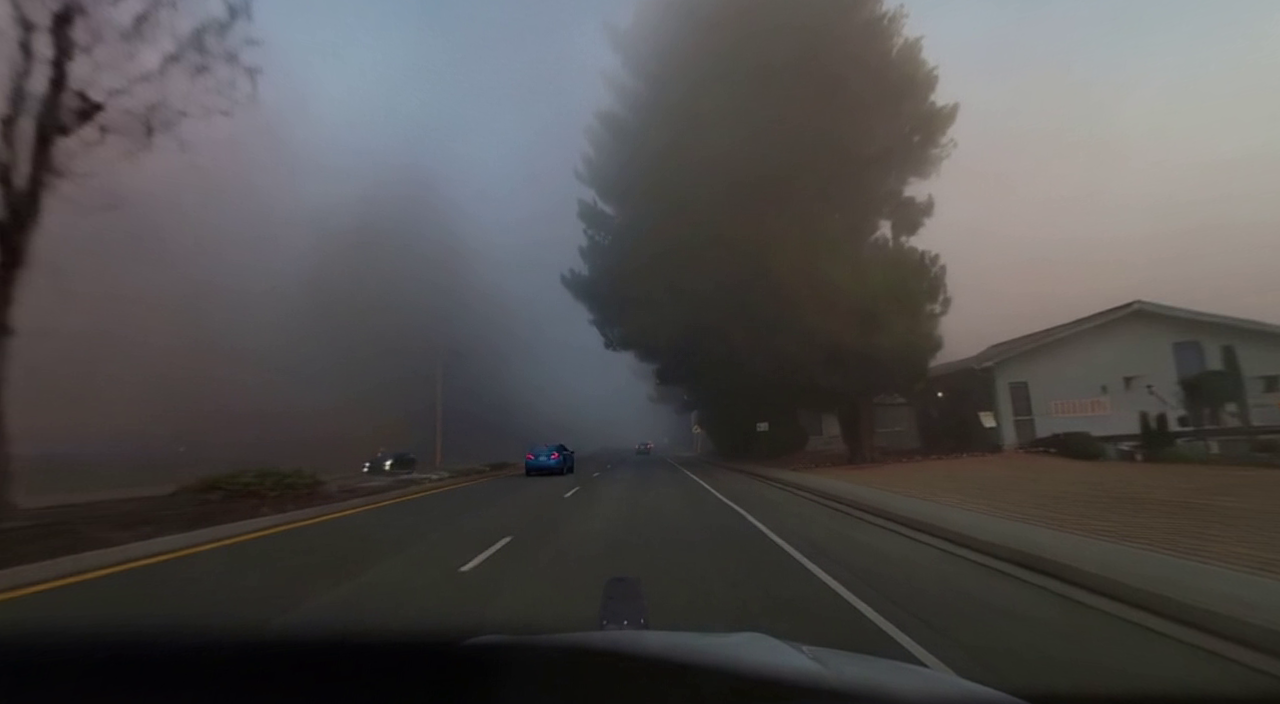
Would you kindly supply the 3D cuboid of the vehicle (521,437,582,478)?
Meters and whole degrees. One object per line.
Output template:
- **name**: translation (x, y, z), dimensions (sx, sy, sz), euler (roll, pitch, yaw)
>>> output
- **vehicle**: translation (-3.794, 4.615, 27.806), dimensions (1.914, 1.630, 4.351), euler (0, -8, 2)

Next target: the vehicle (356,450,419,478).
- **vehicle**: translation (-15.953, 7.074, 40.103), dimensions (1.967, 1.581, 4.663), euler (0, -8, 1)
